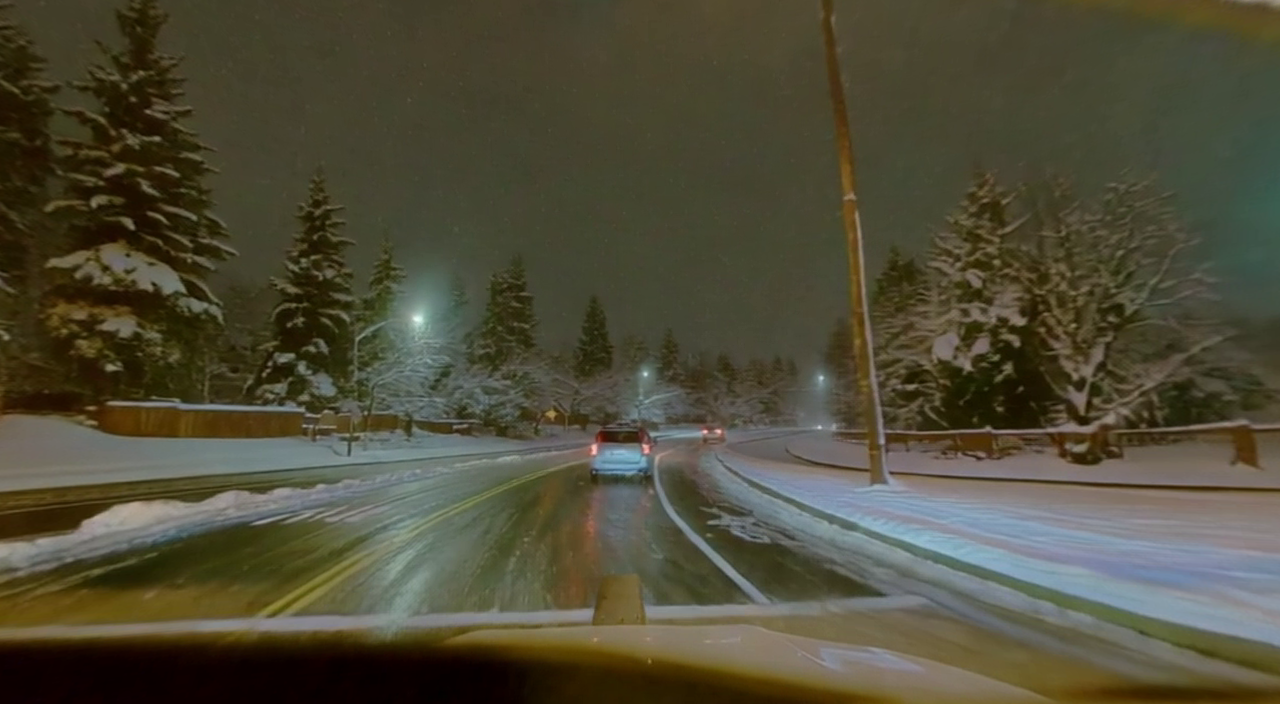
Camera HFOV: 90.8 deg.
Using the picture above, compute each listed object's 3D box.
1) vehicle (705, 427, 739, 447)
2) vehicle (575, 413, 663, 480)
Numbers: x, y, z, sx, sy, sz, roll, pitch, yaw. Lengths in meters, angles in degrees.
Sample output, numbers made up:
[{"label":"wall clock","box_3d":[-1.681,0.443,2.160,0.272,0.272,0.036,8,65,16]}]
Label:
[{"label":"vehicle","box_3d":[6.546,6.729,49.970,1.929,1.476,4.655,-2,-9,17]},{"label":"vehicle","box_3d":[-0.515,2.960,19.803,2.230,1.827,4.580,-1,-8,5]}]
